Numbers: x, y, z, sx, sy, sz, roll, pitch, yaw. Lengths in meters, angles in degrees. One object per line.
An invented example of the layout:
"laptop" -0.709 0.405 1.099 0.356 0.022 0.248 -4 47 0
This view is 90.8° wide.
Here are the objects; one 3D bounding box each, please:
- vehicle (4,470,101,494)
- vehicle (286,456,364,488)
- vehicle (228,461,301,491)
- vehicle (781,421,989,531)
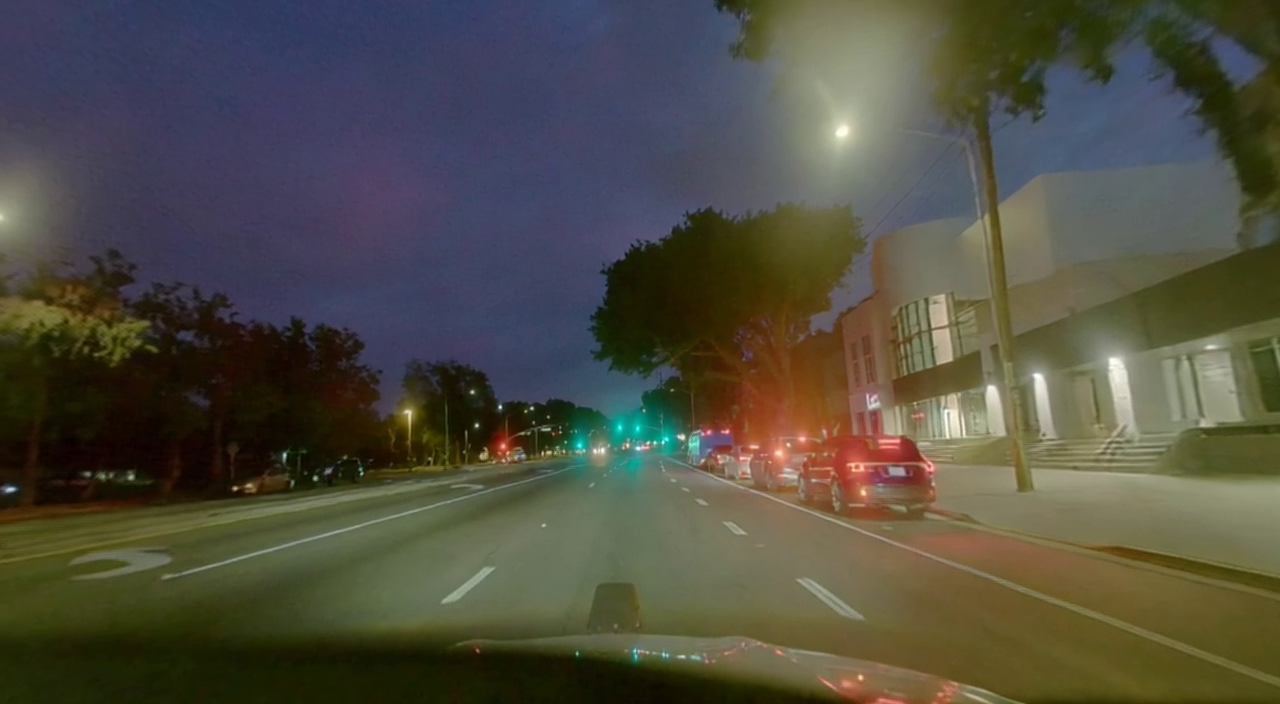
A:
"vehicle" -41.492 9.197 44.681 4.609 1.553 2.129 0 -9 -1
"vehicle" -19.570 7.458 39.577 2.166 1.804 4.897 -1 -8 3
"vehicle" -28.818 9.488 48.561 4.426 1.782 2.056 -5 -8 1
"vehicle" 4.441 2.329 12.495 2.094 1.731 4.763 0 -8 -1
